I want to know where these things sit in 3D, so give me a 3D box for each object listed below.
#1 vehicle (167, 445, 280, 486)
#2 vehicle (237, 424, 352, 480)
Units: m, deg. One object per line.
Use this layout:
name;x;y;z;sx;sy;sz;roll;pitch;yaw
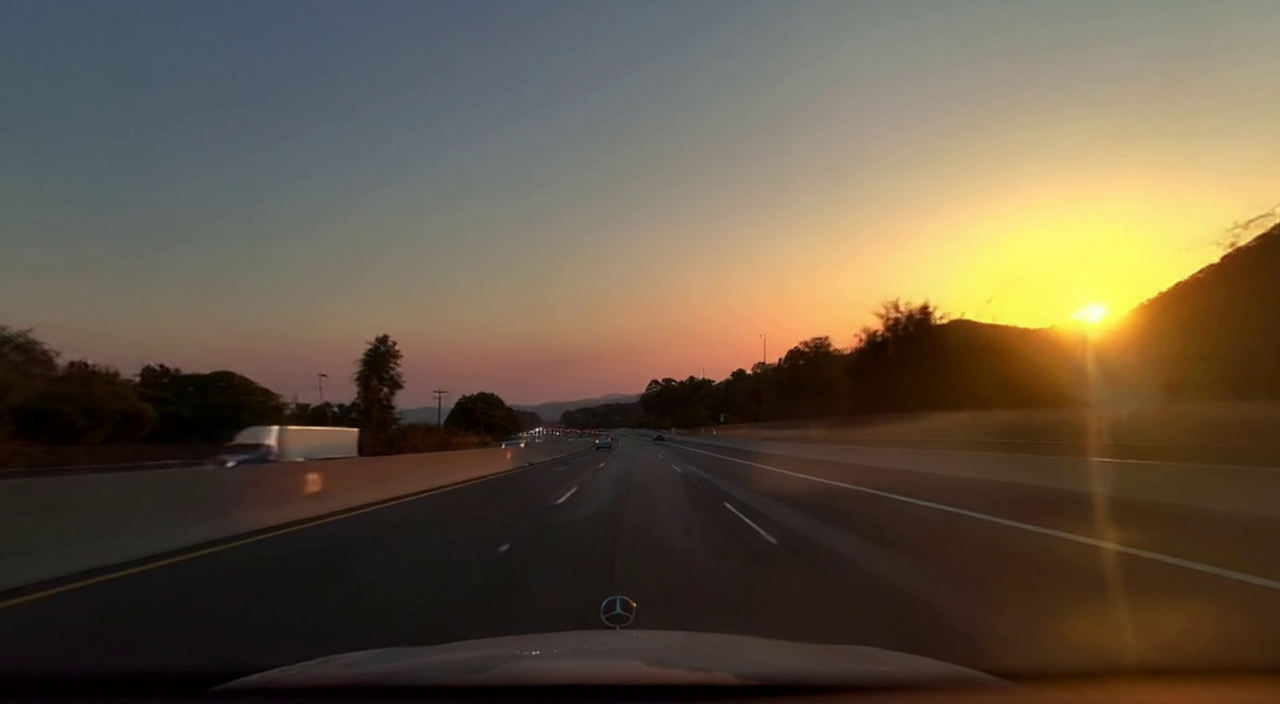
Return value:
vehicle;-20.004;5.418;30.548;2.098;1.777;4.982;-1;-8;0
vehicle;-20.275;5.890;37.553;2.645;2.971;7.289;-1;-8;0
